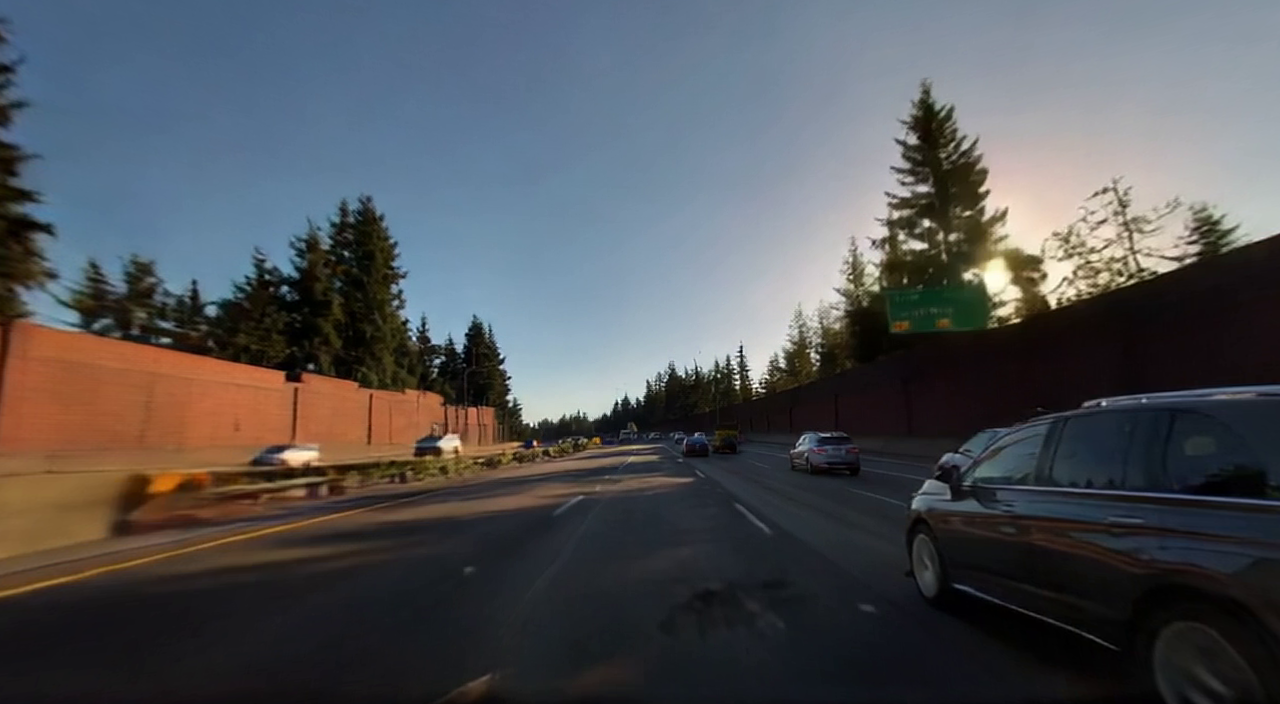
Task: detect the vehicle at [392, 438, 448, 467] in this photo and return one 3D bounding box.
[{"bbox_3d":[-13.781,6.296,39.716,1.915,1.699,4.344,0,-8,0],"label":"vehicle"}]

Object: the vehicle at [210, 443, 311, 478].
[{"bbox_3d":[-17.324,4.940,29.069,1.859,1.467,4.486,0,-8,0],"label":"vehicle"}]

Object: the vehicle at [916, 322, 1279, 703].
[{"bbox_3d":[3.900,0.951,3.995,2.190,1.783,4.637,0,-8,0],"label":"vehicle"}]
